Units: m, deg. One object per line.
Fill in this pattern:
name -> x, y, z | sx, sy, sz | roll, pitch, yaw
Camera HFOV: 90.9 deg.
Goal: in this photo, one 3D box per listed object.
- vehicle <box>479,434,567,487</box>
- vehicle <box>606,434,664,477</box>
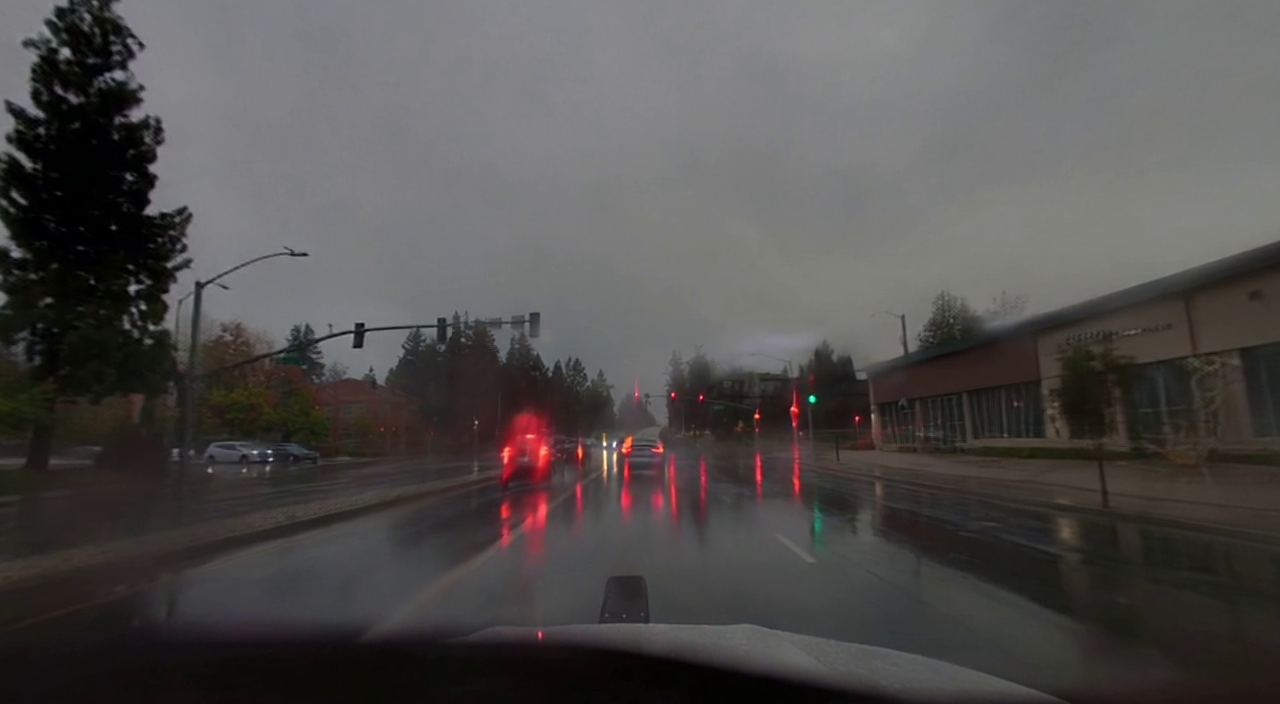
vehicle -> -3.639, 3.471, 20.513 | 1.942, 1.497, 4.561 | 0, -8, 1
vehicle -> -0.185, 3.973, 24.419 | 2.066, 1.482, 3.923 | 0, -8, 0
